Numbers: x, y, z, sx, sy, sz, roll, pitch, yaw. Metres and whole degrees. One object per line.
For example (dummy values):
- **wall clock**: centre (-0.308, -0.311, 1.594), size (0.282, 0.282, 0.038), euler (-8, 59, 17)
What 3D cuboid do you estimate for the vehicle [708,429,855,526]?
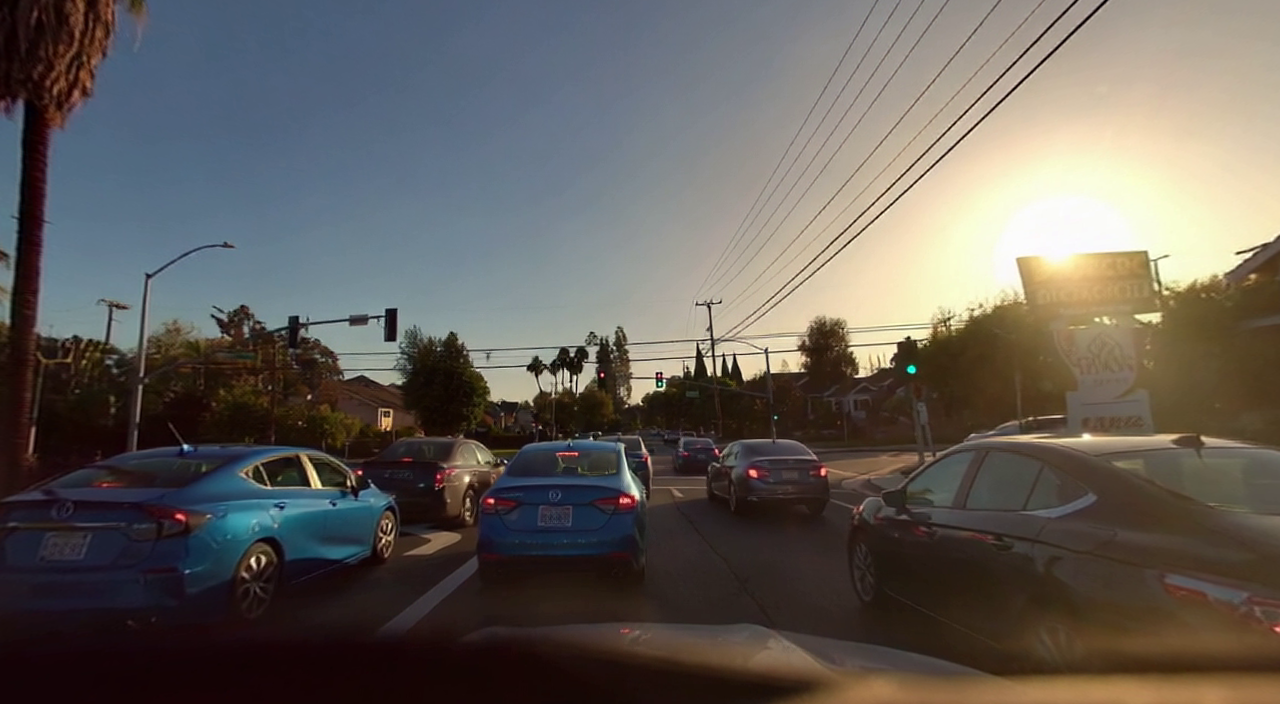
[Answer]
- **vehicle**: centre (2.625, 2.443, 12.866), size (1.956, 1.615, 4.205), euler (0, -9, -1)

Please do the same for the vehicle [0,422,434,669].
- **vehicle**: centre (-3.668, 1.511, 6.130), size (2.058, 1.474, 4.473), euler (0, -9, -3)

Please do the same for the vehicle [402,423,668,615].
- **vehicle**: centre (-0.882, 1.617, 6.999), size (2.104, 1.500, 3.815), euler (0, -9, -2)

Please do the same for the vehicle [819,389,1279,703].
- **vehicle**: centre (2.769, 1.153, 3.862), size (2.014, 1.464, 4.312), euler (0, -9, -1)
